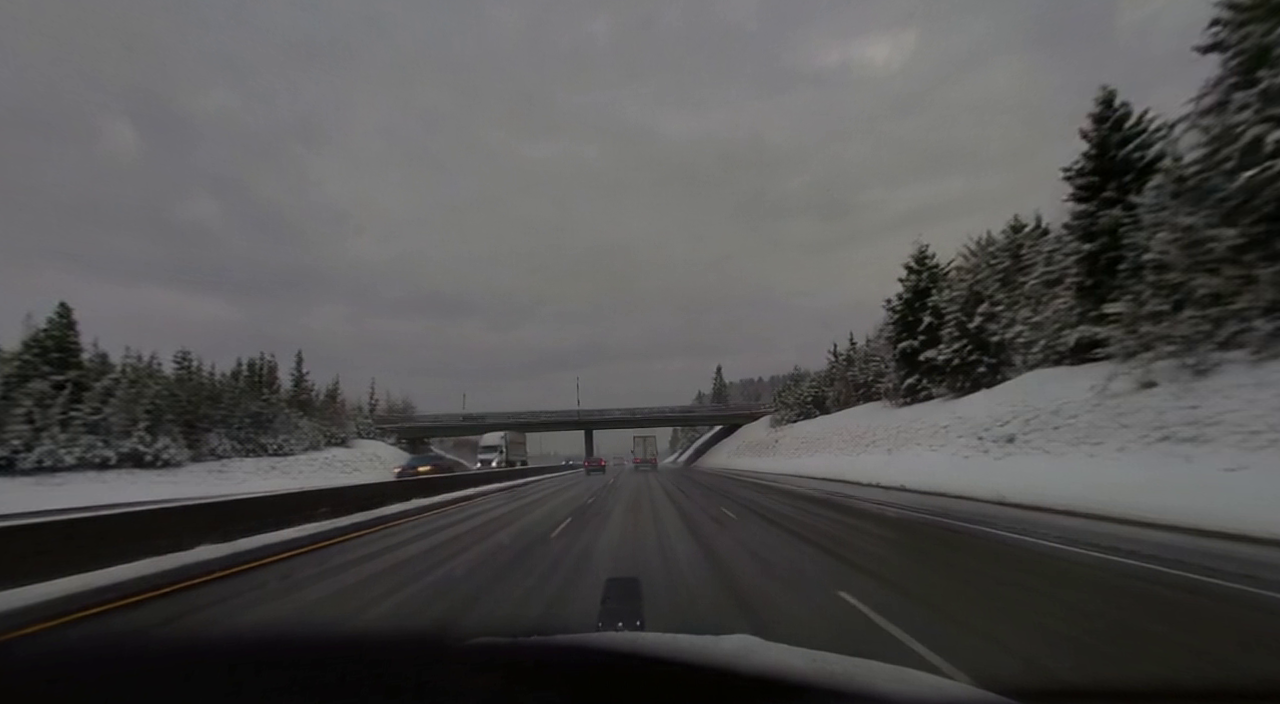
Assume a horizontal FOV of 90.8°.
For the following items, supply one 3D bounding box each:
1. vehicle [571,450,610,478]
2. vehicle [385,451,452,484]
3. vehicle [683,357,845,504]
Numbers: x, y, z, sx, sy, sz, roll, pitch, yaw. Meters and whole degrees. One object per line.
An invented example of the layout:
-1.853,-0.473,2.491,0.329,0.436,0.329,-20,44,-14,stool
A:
-2.972,6.807,38.595,2.007,1.647,3.854,0,-9,1,vehicle
-11.860,6.183,34.142,1.921,1.647,4.470,0,-9,1,vehicle
3.955,3.423,25.716,3.131,4.037,16.729,0,-9,0,vehicle
